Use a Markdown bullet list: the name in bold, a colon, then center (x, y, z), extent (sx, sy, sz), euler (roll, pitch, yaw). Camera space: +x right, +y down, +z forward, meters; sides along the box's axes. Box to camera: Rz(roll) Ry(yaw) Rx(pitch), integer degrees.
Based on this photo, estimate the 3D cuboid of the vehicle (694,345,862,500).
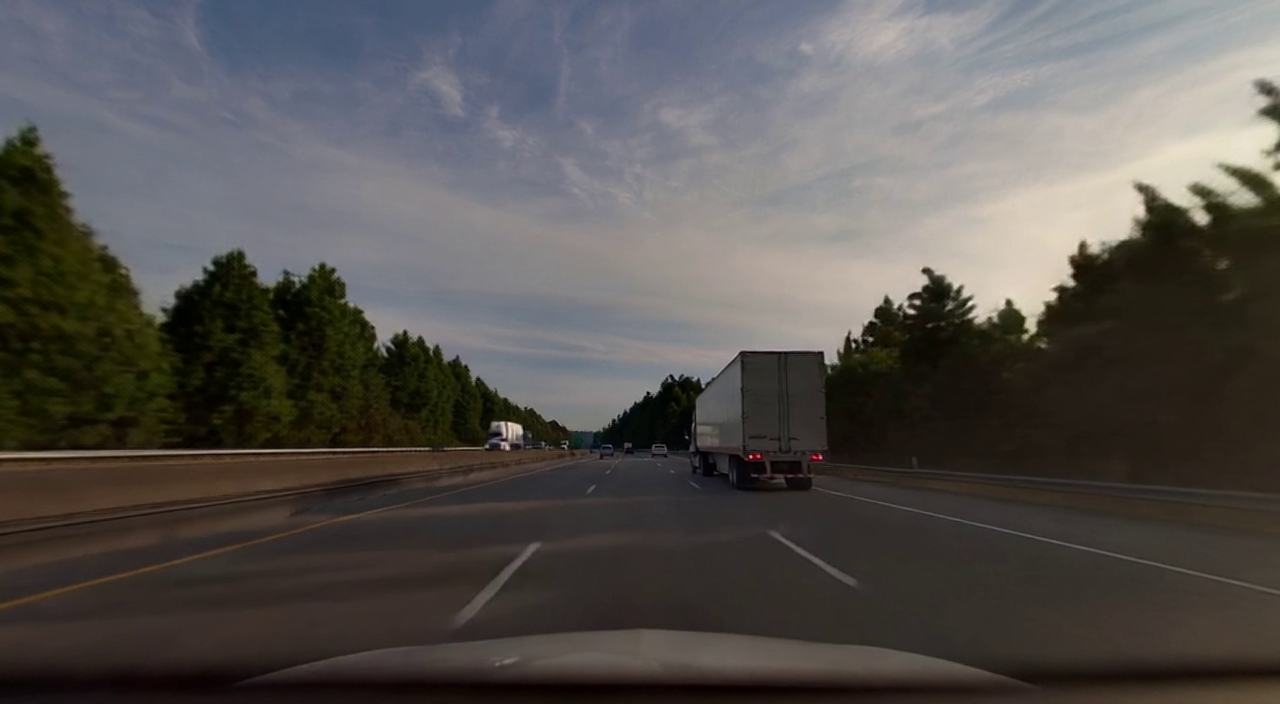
- **vehicle**: center (4.149, 2.842, 23.067), extent (2.950, 4.033, 13.276), euler (0, -9, -1)
